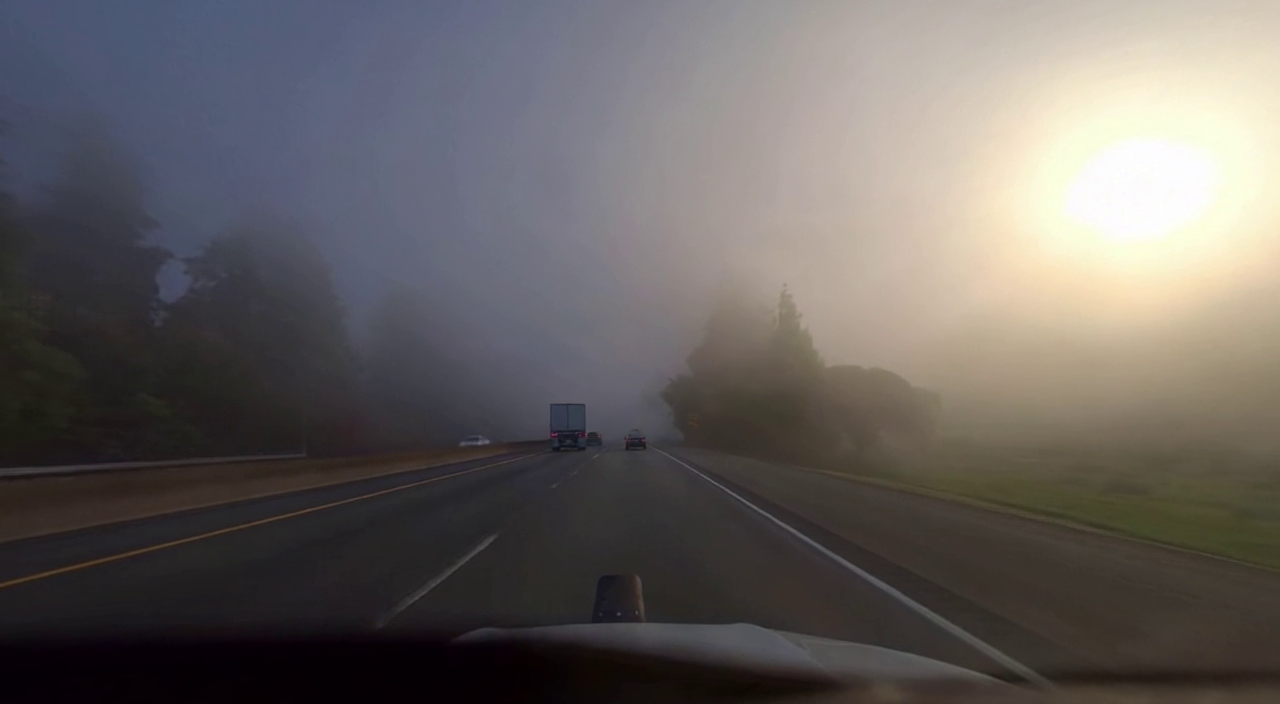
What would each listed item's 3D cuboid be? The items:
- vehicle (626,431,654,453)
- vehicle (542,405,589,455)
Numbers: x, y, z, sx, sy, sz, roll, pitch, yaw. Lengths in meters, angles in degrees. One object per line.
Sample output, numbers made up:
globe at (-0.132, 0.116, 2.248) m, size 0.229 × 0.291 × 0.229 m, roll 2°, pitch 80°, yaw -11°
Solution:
vehicle at (-0.049, 6.576, 46.054) m, size 1.988 × 1.472 × 3.716 m, roll 0°, pitch -8°, yaw -1°
vehicle at (-4.853, 5.269, 42.232) m, size 2.450 × 3.098 × 6.965 m, roll 0°, pitch -8°, yaw -1°
